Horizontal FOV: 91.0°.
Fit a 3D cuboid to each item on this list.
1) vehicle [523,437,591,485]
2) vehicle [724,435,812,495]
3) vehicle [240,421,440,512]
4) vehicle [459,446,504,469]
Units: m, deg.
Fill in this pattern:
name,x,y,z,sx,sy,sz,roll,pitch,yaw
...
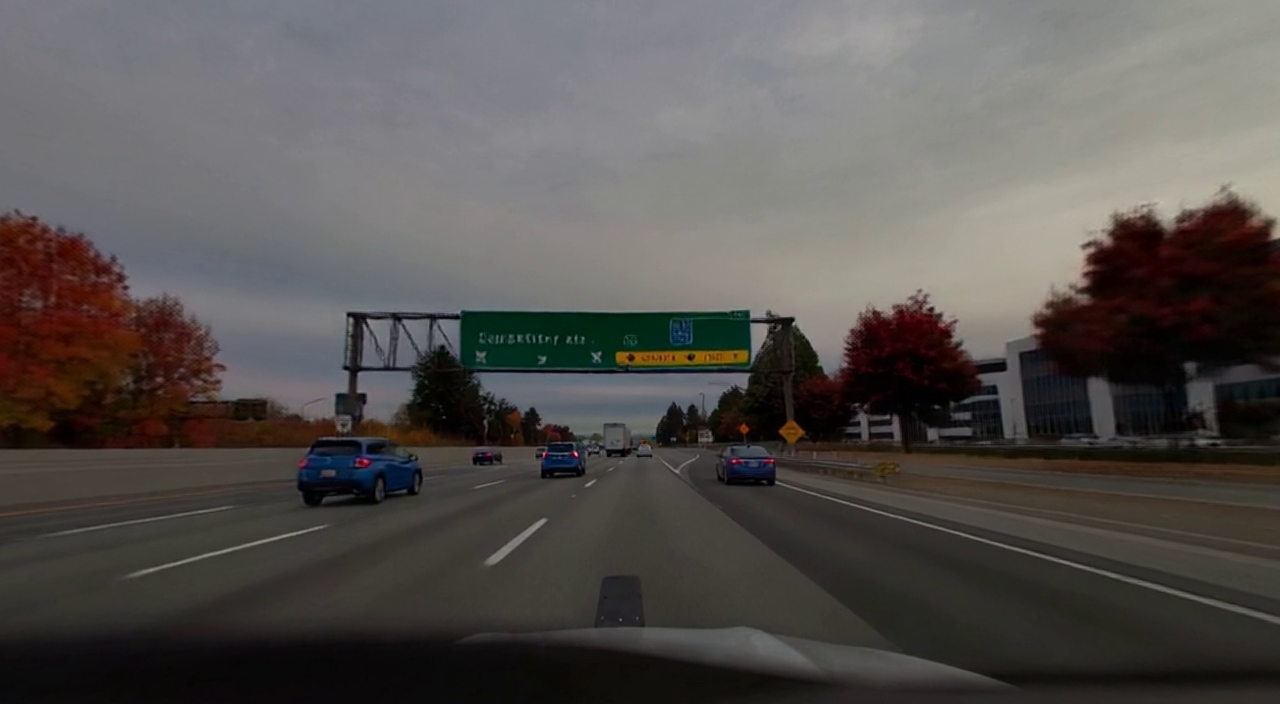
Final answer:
name,x,y,z,sx,sy,sz,roll,pitch,yaw
vehicle,-3.258,4.378,25.638,2.111,1.742,4.315,0,-9,1
vehicle,4.091,3.697,20.991,2.101,1.742,4.495,0,-9,2
vehicle,-7.070,2.787,15.762,2.314,1.842,5.279,0,-9,1
vehicle,-10.889,7.264,43.524,1.919,1.509,4.265,0,-9,1
